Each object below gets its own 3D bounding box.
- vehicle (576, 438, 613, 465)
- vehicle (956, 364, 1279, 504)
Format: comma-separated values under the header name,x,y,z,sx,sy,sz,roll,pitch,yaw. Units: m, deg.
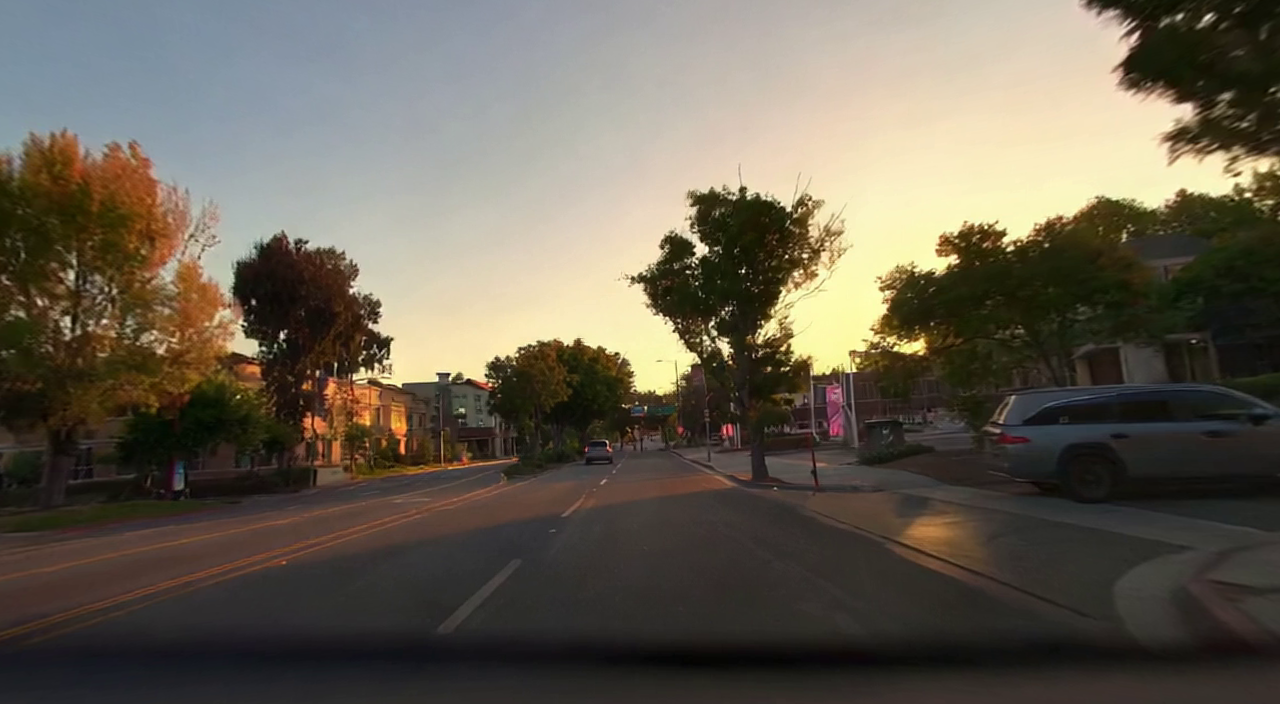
name,x,y,z,sx,sy,sz,roll,pitch,yaw
vehicle,-3.059,6.812,43.132,2.235,1.719,4.292,-1,-8,1
vehicle,8.009,1.240,9.488,5.276,1.850,2.173,0,-8,1
